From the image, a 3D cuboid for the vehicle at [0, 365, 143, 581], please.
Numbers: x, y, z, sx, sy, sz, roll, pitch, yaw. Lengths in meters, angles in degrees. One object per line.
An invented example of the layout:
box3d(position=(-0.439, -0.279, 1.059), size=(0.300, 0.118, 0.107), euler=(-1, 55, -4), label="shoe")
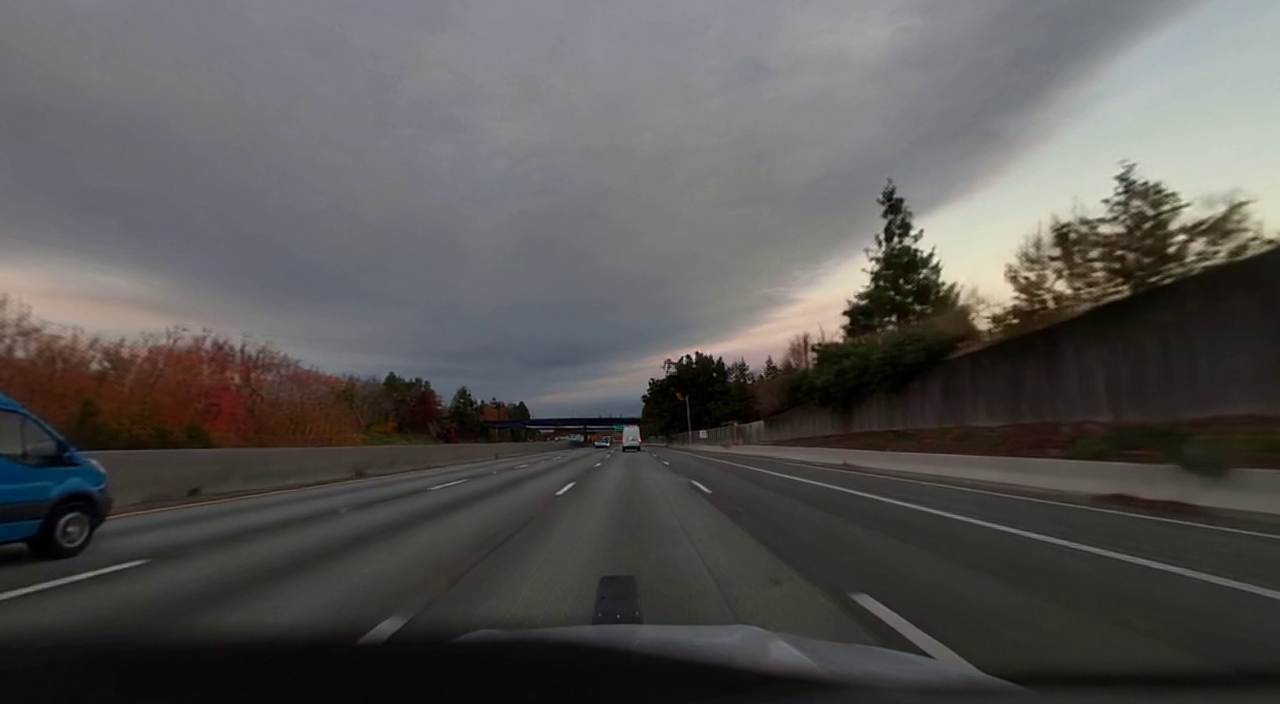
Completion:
box3d(position=(-6.991, 0.986, 4.797), size=(2.150, 1.996, 5.341), euler=(0, -8, -2), label="vehicle")
